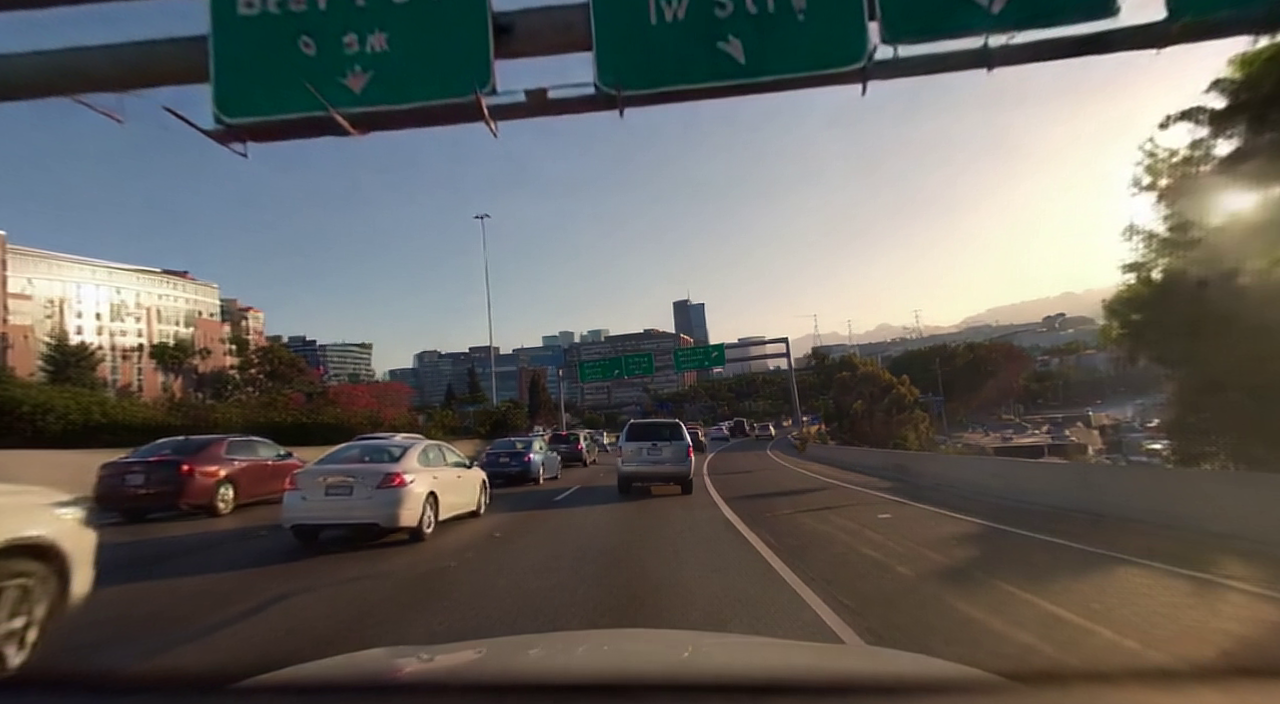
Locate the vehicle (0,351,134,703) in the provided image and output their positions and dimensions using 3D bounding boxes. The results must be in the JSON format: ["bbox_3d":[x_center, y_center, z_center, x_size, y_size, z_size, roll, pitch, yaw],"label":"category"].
[{"bbox_3d":[-4.270,0.741,1.984,1.850,1.862,4.150,0,-8,0],"label":"vehicle"}]

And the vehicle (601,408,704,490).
[{"bbox_3d":[0.441,2.916,19.046,2.616,2.063,5.933,0,-9,3],"label":"vehicle"}]

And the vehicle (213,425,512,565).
[{"bbox_3d":[-3.508,1.918,9.358,1.998,1.494,5.020,0,-8,2],"label":"vehicle"}]

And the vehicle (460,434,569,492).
[{"bbox_3d":[-3.519,3.206,18.579,2.087,1.481,4.225,-1,-9,4],"label":"vehicle"}]
